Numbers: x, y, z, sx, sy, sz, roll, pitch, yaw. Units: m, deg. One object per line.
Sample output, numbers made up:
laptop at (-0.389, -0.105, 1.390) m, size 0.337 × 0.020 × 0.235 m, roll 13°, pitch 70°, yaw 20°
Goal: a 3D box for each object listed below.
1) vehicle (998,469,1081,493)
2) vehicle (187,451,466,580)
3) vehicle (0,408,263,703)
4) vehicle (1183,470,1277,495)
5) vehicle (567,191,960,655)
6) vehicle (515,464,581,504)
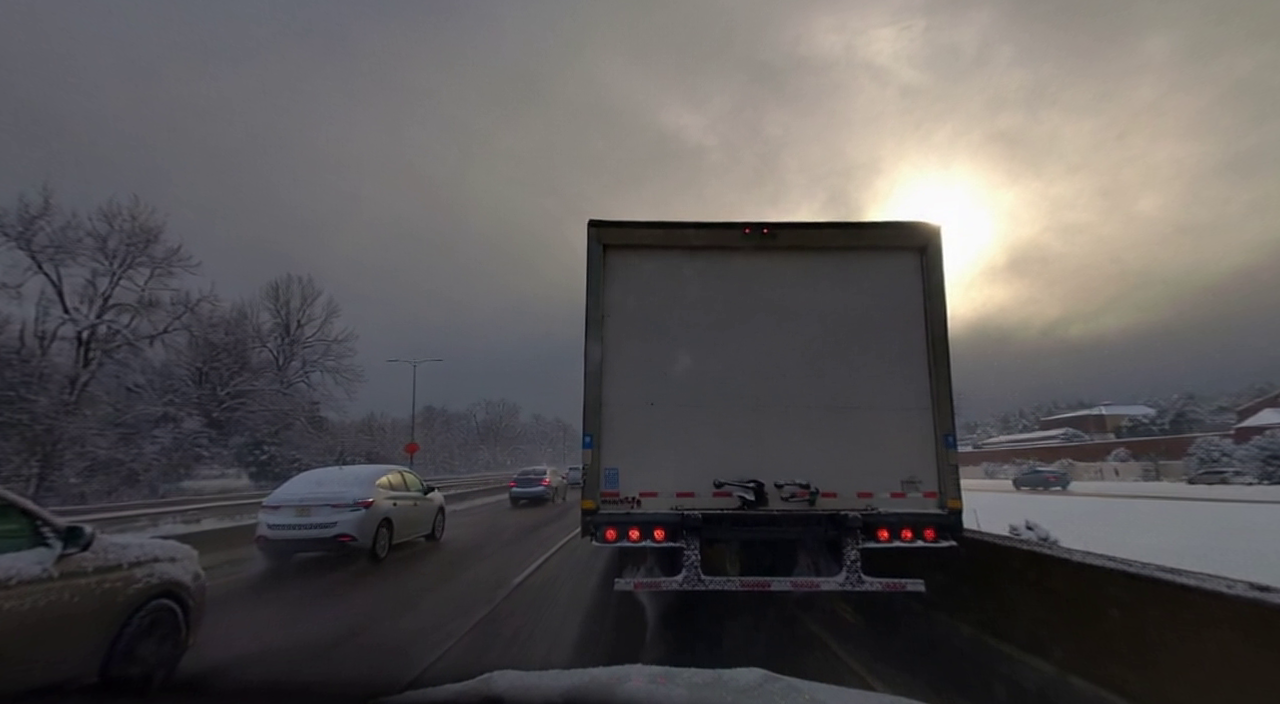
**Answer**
vehicle at (26.336, 8.514, 41.722) m, size 4.299 × 1.465 × 1.807 m, roll -4°, pitch -11°, yaw 22°
vehicle at (-4.300, 2.337, 9.656) m, size 1.946 × 1.469 × 4.431 m, roll 1°, pitch -11°, yaw 0°
vehicle at (-3.465, 0.826, 1.635) m, size 1.983 × 1.509 × 4.679 m, roll 0°, pitch -11°, yaw 1°
vehicle at (37.084, 8.182, 39.672) m, size 3.974 × 1.485 × 1.709 m, roll 0°, pitch -11°, yaw 6°
vehicle at (0.847, 1.232, 9.126) m, size 2.831 × 3.529 × 8.689 m, roll 1°, pitch -11°, yaw -1°
vehicle at (-3.700, 5.431, 26.121) m, size 1.964 × 1.482 × 4.371 m, roll 0°, pitch -11°, yaw 2°
